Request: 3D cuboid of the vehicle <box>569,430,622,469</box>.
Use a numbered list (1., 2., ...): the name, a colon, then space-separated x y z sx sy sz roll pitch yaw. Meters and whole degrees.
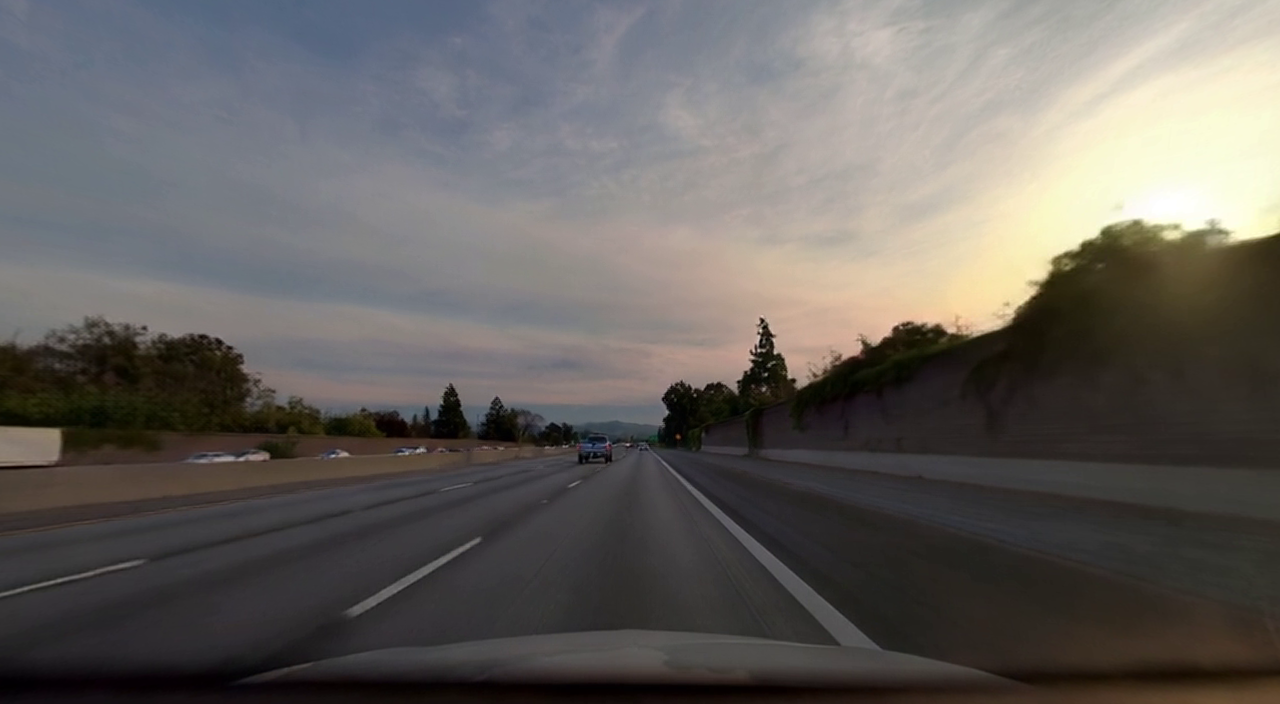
1. vehicle: -2.617 6.016 38.984 2.604 2.170 6.271 0 -8 2
